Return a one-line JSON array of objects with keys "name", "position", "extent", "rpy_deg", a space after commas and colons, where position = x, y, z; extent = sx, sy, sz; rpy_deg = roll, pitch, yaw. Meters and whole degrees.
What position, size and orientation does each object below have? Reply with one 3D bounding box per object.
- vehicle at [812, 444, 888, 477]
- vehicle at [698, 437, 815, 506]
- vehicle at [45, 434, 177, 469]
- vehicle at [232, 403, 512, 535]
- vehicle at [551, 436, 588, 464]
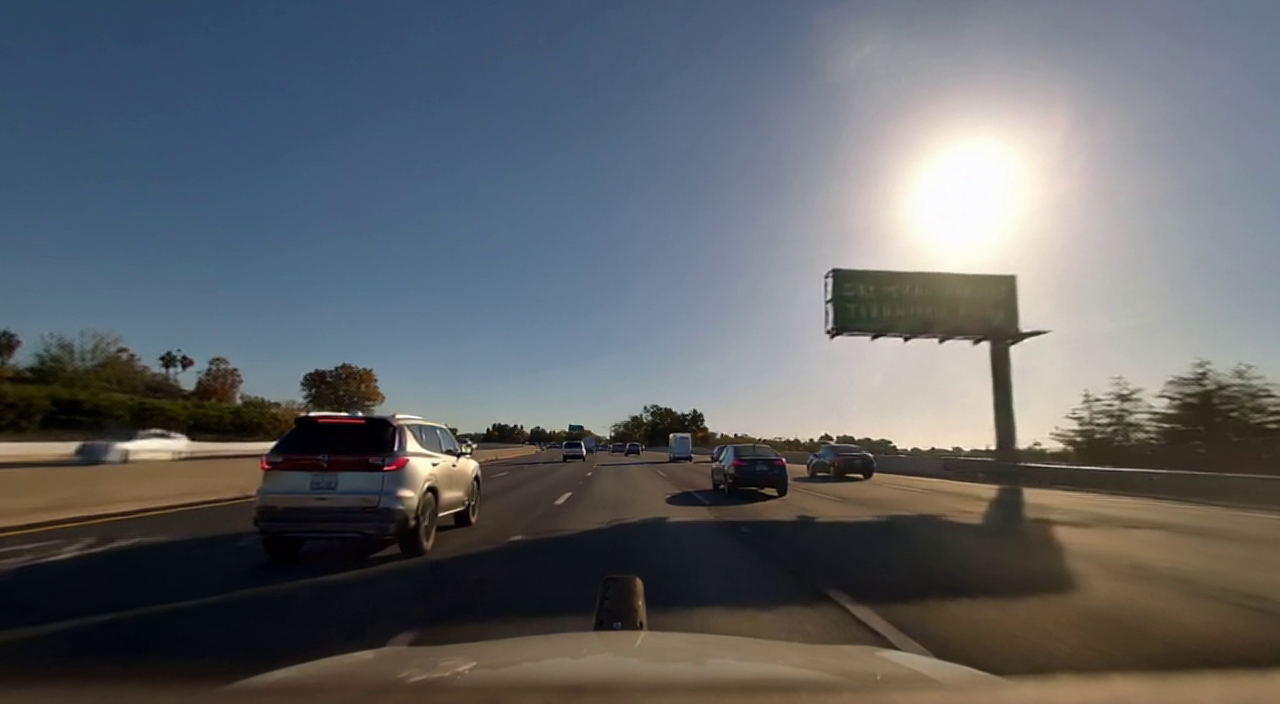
[{"name": "vehicle", "position": [10.352, 5.357, 31.538], "extent": [2.105, 1.496, 4.393], "rpy_deg": [0, -8, -2]}, {"name": "vehicle", "position": [2.811, 3.010, 16.376], "extent": [2.053, 1.510, 4.400], "rpy_deg": [0, -8, -2]}, {"name": "vehicle", "position": [-22.327, 4.224, 26.931], "extent": [1.923, 1.375, 4.408], "rpy_deg": [0, -8, -2]}, {"name": "vehicle", "position": [-4.389, 2.083, 11.890], "extent": [2.684, 1.839, 5.803], "rpy_deg": [0, -8, 1]}, {"name": "vehicle", "position": [-4.872, 6.869, 44.154], "extent": [2.149, 1.843, 4.348], "rpy_deg": [0, -8, -2]}]
